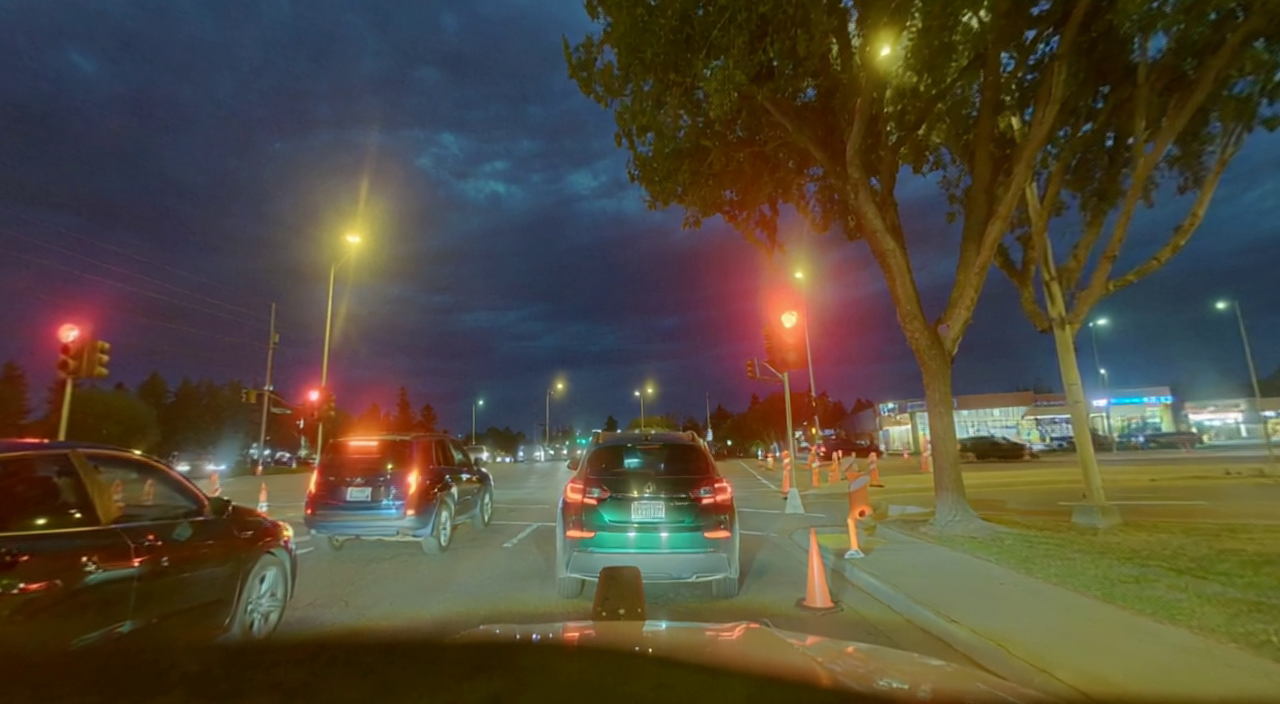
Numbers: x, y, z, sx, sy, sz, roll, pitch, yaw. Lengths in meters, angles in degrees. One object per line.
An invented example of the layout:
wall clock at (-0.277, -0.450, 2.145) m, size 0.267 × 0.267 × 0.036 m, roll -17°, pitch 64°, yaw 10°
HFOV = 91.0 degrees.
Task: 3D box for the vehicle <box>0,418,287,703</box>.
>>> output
vehicle at (-3.605, 0.954, 2.154) m, size 1.964 × 1.497 × 4.722 m, roll 0°, pitch -9°, yaw 1°

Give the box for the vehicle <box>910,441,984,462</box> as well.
vehicle at (23.014, 7.456, 47.263) m, size 4.581 × 1.480 × 1.752 m, roll 0°, pitch -9°, yaw 0°

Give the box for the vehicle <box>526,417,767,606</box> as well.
vehicle at (0.101, 1.624, 7.210) m, size 2.021 × 1.560 × 3.676 m, roll 0°, pitch -9°, yaw 1°

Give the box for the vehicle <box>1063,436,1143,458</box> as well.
vehicle at (36.696, 7.547, 49.946) m, size 4.791 × 1.635 × 1.857 m, roll 0°, pitch -9°, yaw 1°

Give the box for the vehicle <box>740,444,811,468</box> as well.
vehicle at (9.004, 6.856, 41.756) m, size 4.463 × 1.482 × 1.808 m, roll -2°, pitch -9°, yaw 15°

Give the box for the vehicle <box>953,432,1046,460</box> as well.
vehicle at (23.122, 6.076, 40.638) m, size 4.805 × 1.688 × 1.923 m, roll 0°, pitch -9°, yaw 2°

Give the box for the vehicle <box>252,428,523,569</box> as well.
vehicle at (-3.284, 2.003, 9.460) m, size 1.989 × 1.541 × 4.626 m, roll 0°, pitch -9°, yaw 2°
